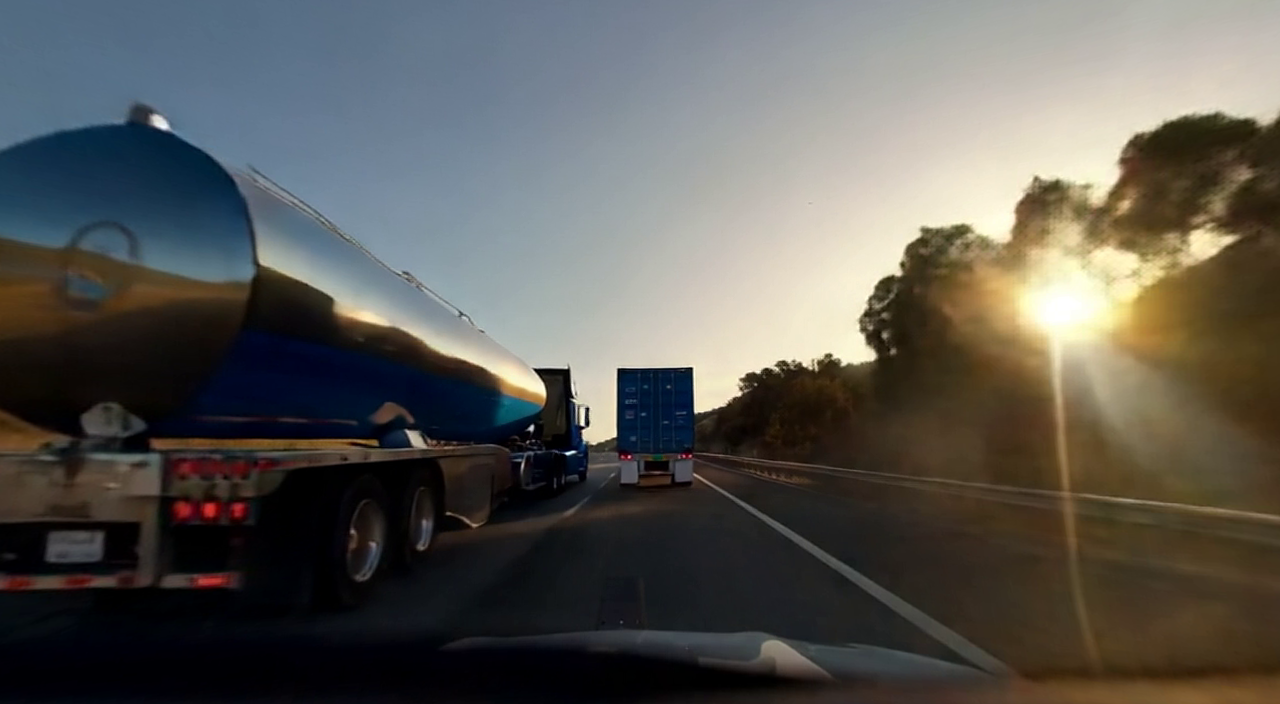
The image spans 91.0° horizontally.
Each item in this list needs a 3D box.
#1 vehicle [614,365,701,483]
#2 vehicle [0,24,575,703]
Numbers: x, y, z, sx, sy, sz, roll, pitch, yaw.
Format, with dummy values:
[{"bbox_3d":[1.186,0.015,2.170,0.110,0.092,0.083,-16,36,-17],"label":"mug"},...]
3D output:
[{"bbox_3d":[0.664,3.291,27.171,2.942,4.003,11.297,0,-9,1],"label":"vehicle"},{"bbox_3d":[-3.678,1.200,11.831,3.267,3.655,17.154,0,-9,-1],"label":"vehicle"}]
